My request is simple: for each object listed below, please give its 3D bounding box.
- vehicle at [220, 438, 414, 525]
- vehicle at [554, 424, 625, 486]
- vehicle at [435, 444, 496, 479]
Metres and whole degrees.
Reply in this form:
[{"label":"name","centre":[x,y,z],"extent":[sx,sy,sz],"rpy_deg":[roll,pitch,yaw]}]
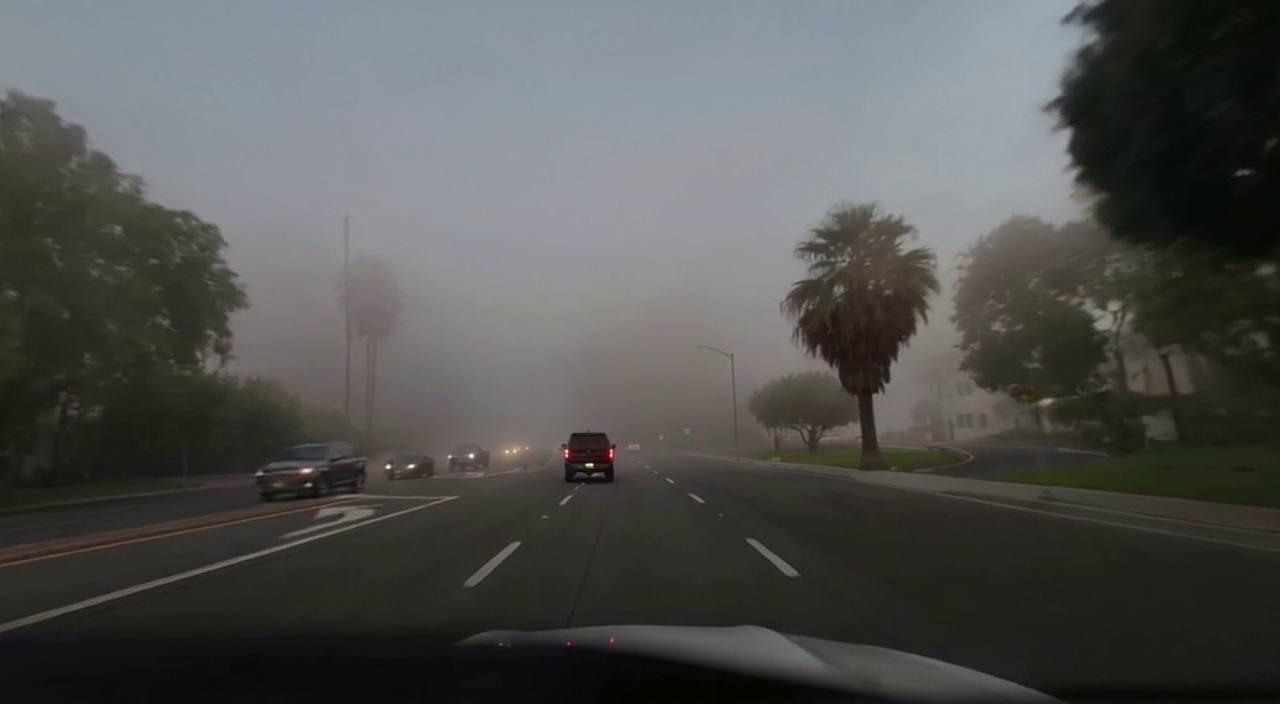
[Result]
[{"label":"vehicle","centre":[-6.729,2.710,13.743],"extent":[2.016,1.576,4.215],"rpy_deg":[0,-9,0]},{"label":"vehicle","centre":[-2.068,4.113,25.419],"extent":[2.507,2.161,6.049],"rpy_deg":[1,-9,-5]},{"label":"vehicle","centre":[-9.104,5.709,33.146],"extent":[2.114,1.698,4.415],"rpy_deg":[0,-9,-2]}]
